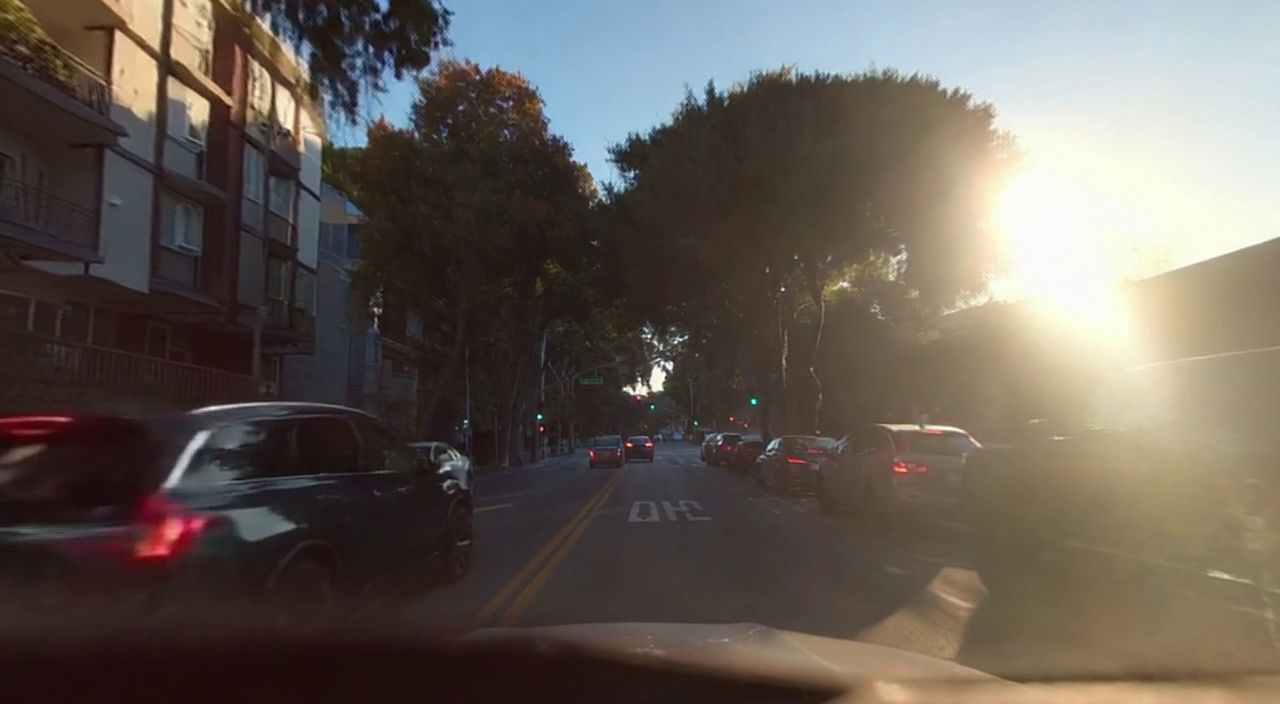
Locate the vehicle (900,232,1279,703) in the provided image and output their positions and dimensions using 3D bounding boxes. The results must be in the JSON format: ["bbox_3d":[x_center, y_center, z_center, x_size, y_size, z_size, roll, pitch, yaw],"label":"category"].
[{"bbox_3d":[3.699,0.658,3.174,2.356,2.043,5.791,-1,-8,1],"label":"vehicle"}]

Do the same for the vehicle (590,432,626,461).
[{"bbox_3d":[-1.988,5.941,39.793,1.979,1.723,3.849,-1,-8,1],"label":"vehicle"}]

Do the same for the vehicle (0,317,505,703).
[{"bbox_3d":[-2.818,1.184,4.615,2.333,1.832,5.200,-1,-8,2],"label":"vehicle"}]

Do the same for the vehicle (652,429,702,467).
[{"bbox_3d":[1.810,4.507,29.612,2.111,1.619,4.077,-1,-8,6],"label":"vehicle"}]
